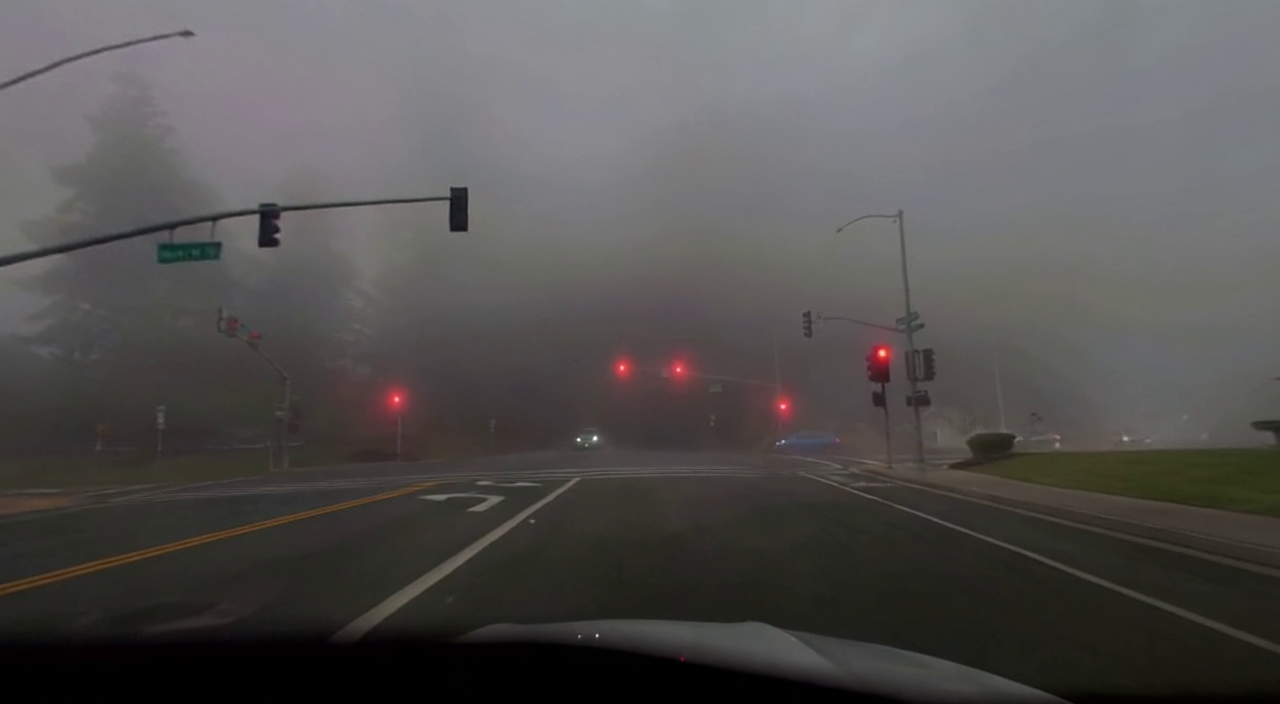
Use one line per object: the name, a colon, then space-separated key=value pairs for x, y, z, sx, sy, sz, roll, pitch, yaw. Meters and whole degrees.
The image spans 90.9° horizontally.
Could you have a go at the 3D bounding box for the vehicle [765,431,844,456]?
vehicle: x=10.536 y=5.843 z=40.388 sx=4.528 sy=1.482 sz=1.864 roll=3 pitch=-8 yaw=-19
